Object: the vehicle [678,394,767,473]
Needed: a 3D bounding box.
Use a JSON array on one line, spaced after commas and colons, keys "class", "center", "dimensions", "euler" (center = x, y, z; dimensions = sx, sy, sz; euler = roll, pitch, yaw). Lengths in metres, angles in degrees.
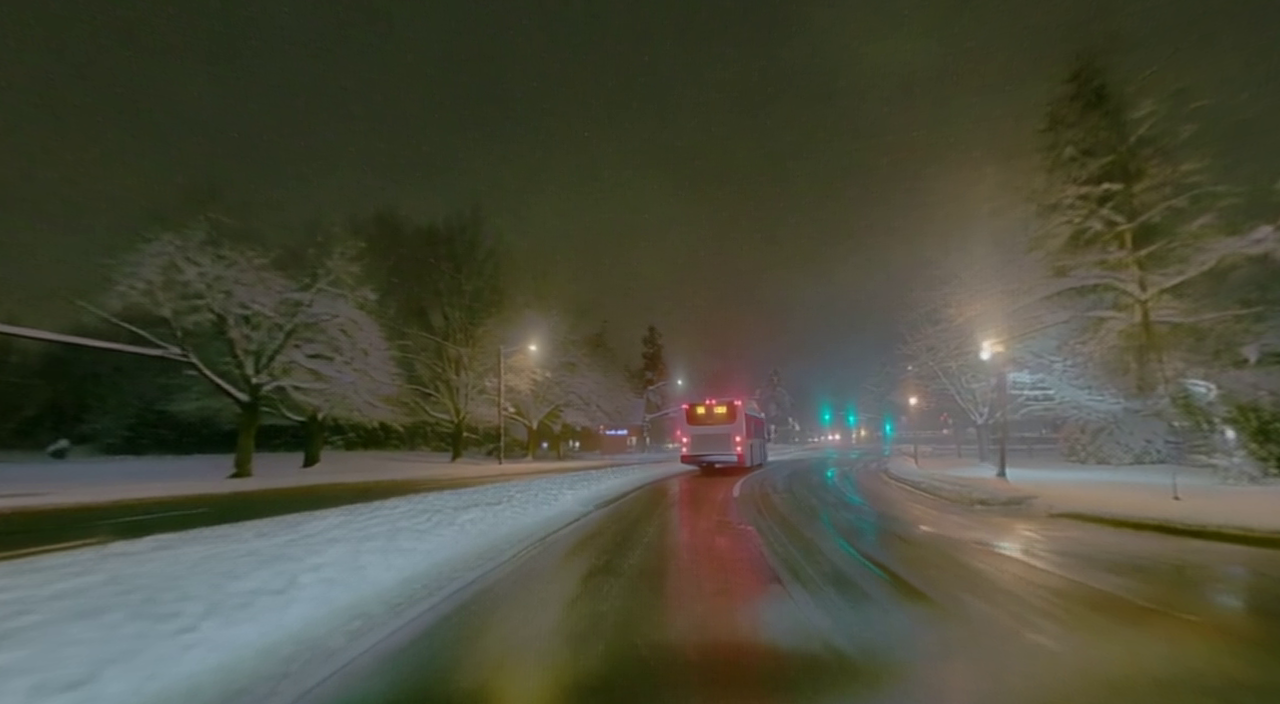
[{"class": "vehicle", "center": [4.693, 4.434, 33.387], "dimensions": [3.031, 3.429, 11.005], "euler": [-3, -9, 16]}]
